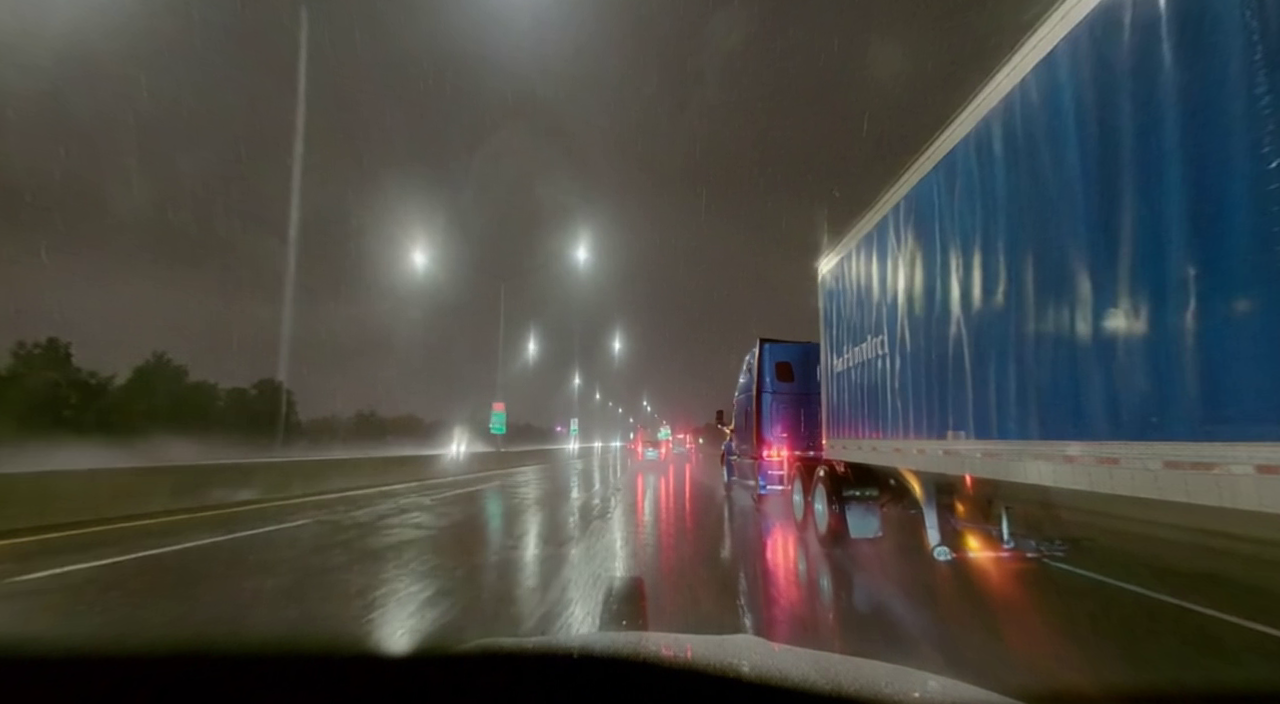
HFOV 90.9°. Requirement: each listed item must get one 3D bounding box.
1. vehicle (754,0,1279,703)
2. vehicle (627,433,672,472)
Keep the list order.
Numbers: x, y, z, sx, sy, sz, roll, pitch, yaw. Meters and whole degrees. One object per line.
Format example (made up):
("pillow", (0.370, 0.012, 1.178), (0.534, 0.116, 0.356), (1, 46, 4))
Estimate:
("vehicle", (4.088, 0.262, 6.360), (3.019, 4.145, 16.453), (-1, -9, 1))
("vehicle", (0.466, 5.228, 32.796), (2.205, 1.860, 4.301), (0, -9, 0))
